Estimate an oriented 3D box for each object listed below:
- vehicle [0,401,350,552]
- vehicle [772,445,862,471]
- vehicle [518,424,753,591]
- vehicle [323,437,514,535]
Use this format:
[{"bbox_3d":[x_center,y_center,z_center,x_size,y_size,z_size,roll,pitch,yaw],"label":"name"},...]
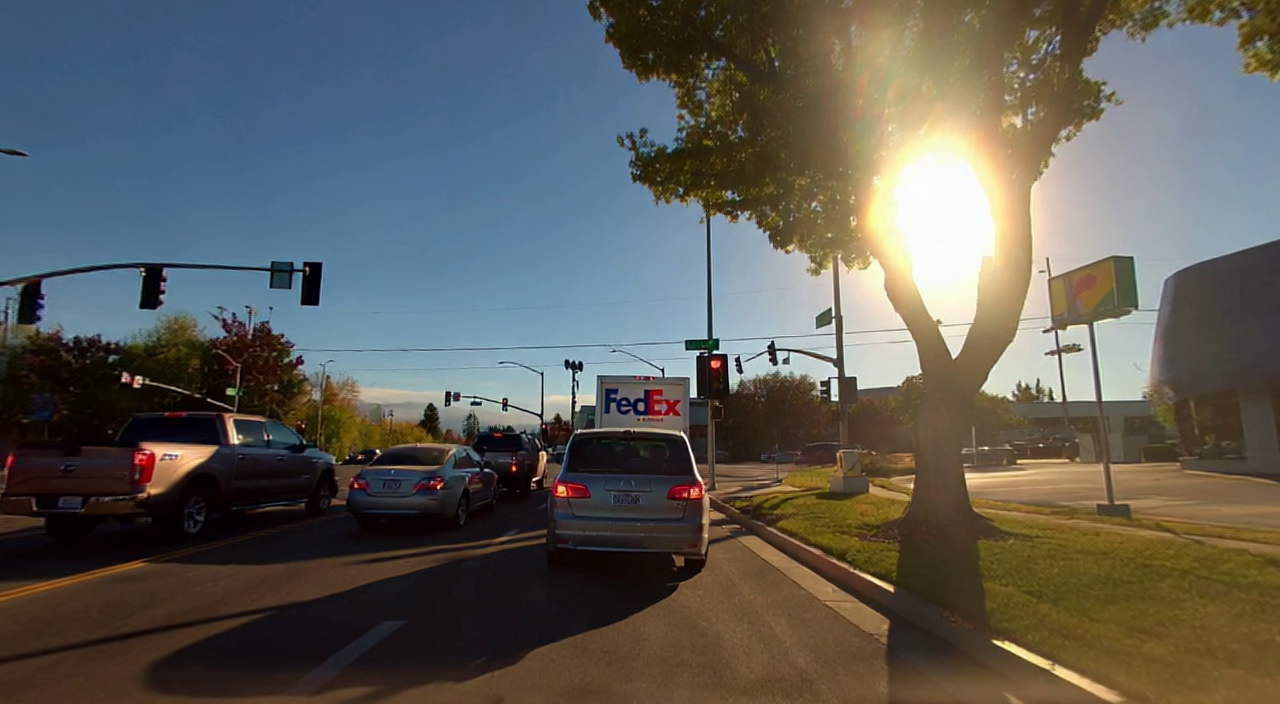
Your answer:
[{"bbox_3d":[-7.274,1.985,10.731,2.125,1.893,5.498,0,-9,-2],"label":"vehicle"},{"bbox_3d":[10.351,6.222,37.068,4.794,1.481,1.968,-1,-9,7],"label":"vehicle"},{"bbox_3d":[-0.045,1.746,7.949,2.145,1.513,4.269,0,-9,0],"label":"vehicle"},{"bbox_3d":[-3.865,2.398,11.942,1.949,1.487,4.390,0,-9,1],"label":"vehicle"}]
